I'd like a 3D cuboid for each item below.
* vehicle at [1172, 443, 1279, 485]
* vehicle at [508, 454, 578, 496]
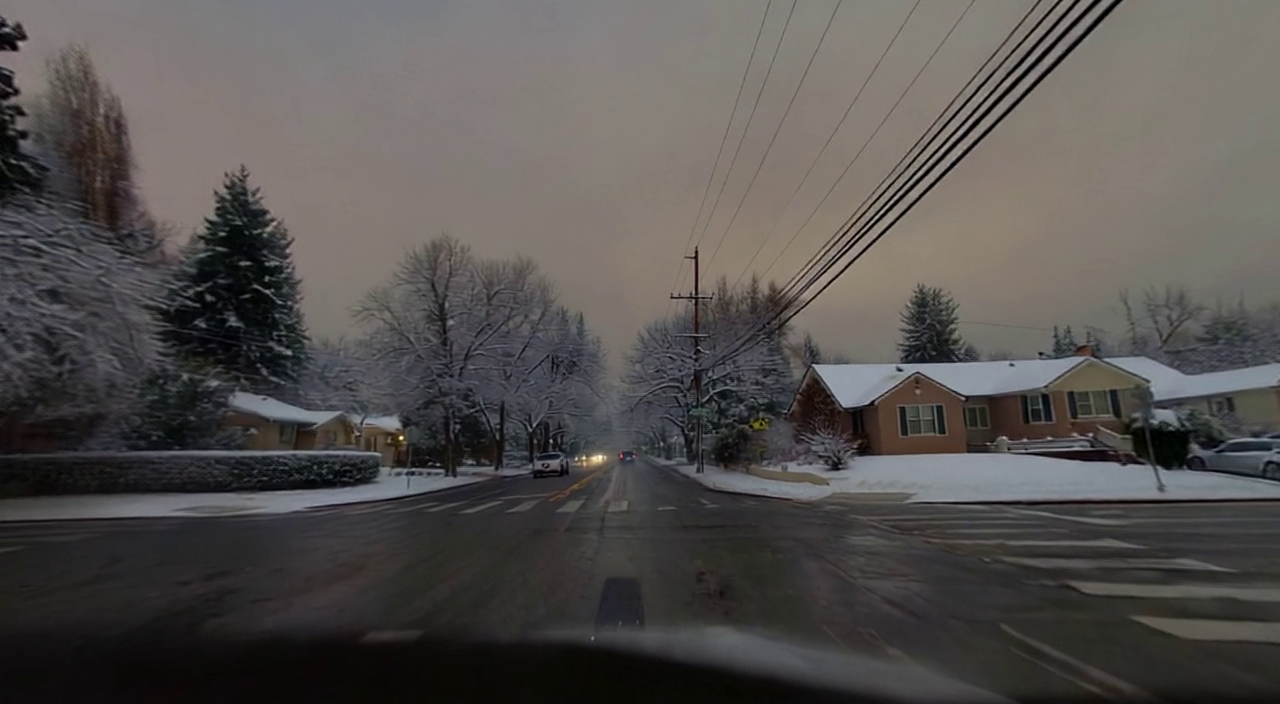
[{"bbox_3d":[23.328,4.222,24.094,1.841,1.448,4.688,0,-9,-2],"label":"vehicle"},{"bbox_3d":[-3.722,4.817,25.060,2.102,1.463,4.024,0,-9,1],"label":"vehicle"}]
